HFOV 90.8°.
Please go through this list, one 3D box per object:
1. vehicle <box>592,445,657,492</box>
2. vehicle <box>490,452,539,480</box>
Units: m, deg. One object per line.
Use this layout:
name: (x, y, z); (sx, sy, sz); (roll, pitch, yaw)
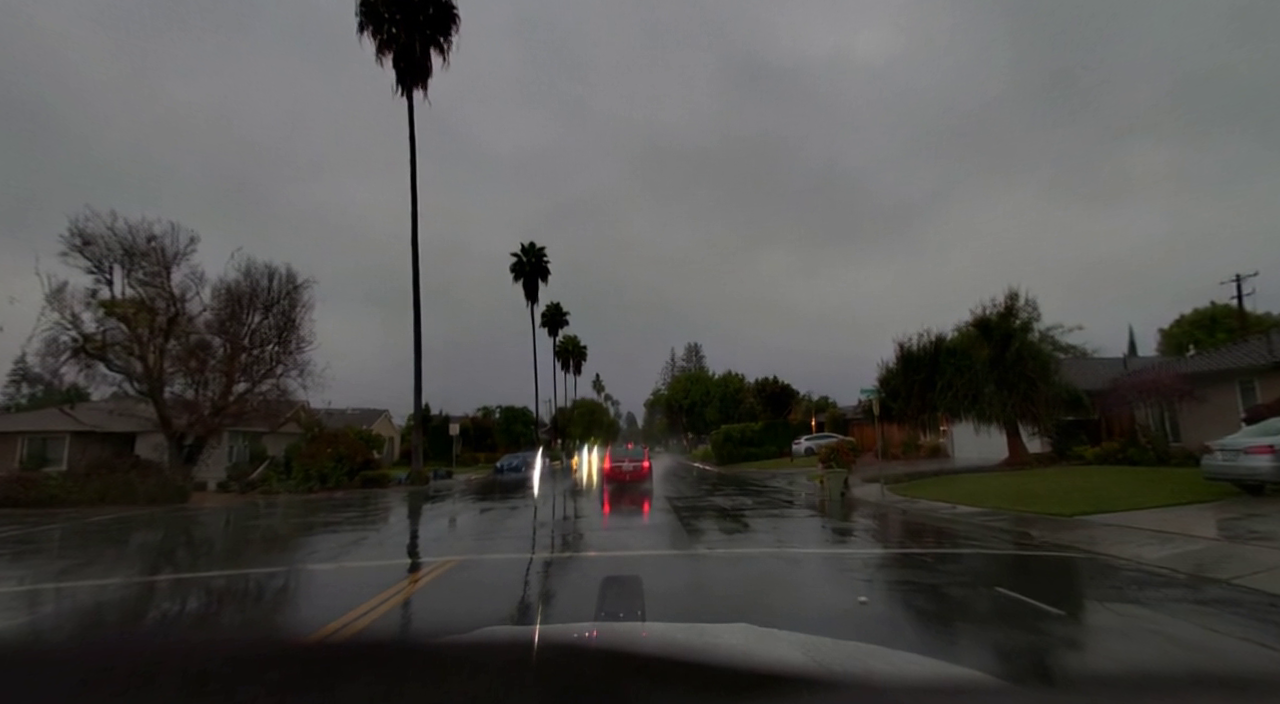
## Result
vehicle: (-0.522, 4.113, 22.568); (2.098, 1.483, 4.099); (0, -9, -1)
vehicle: (-7.905, 7.200, 40.179); (2.069, 1.441, 4.368); (-3, -7, 2)
